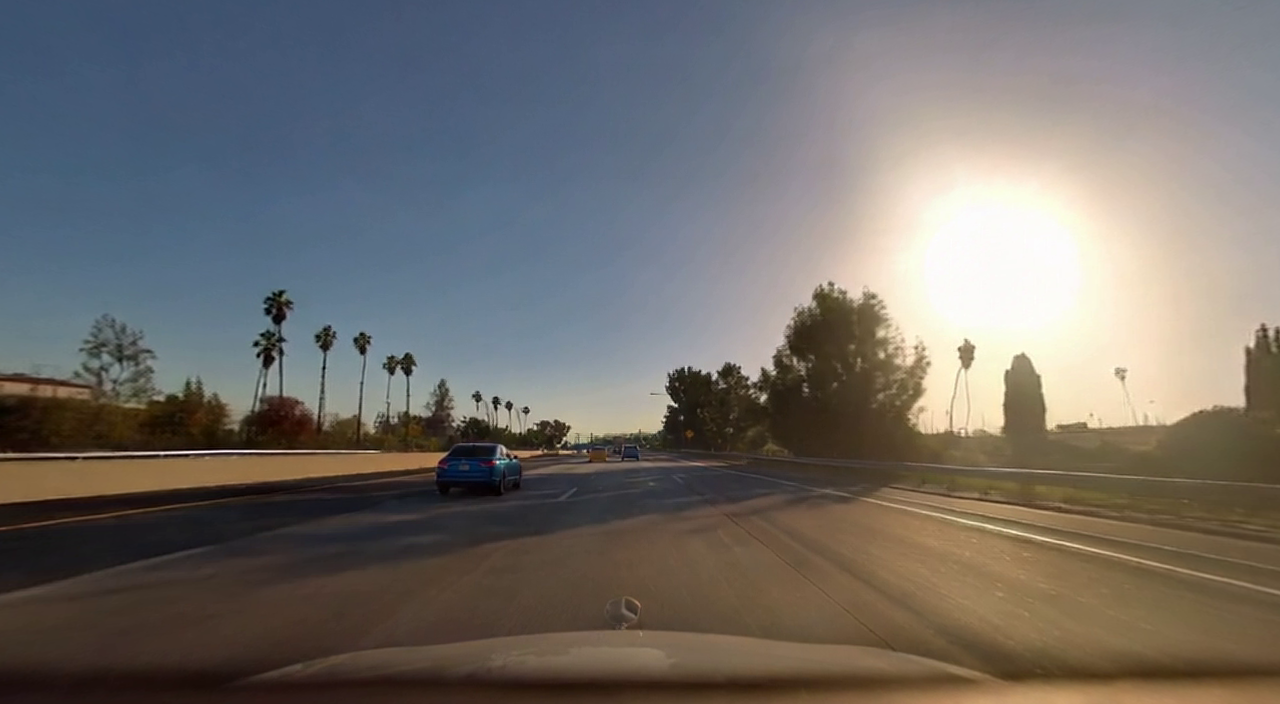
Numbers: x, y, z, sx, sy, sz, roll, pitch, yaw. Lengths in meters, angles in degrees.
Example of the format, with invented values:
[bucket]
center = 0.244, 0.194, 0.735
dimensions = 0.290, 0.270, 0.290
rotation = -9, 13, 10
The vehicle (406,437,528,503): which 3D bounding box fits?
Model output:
[vehicle]
center = -4.449, 3.087, 16.917
dimensions = 2.120, 1.537, 4.139
rotation = 0, -9, 0
